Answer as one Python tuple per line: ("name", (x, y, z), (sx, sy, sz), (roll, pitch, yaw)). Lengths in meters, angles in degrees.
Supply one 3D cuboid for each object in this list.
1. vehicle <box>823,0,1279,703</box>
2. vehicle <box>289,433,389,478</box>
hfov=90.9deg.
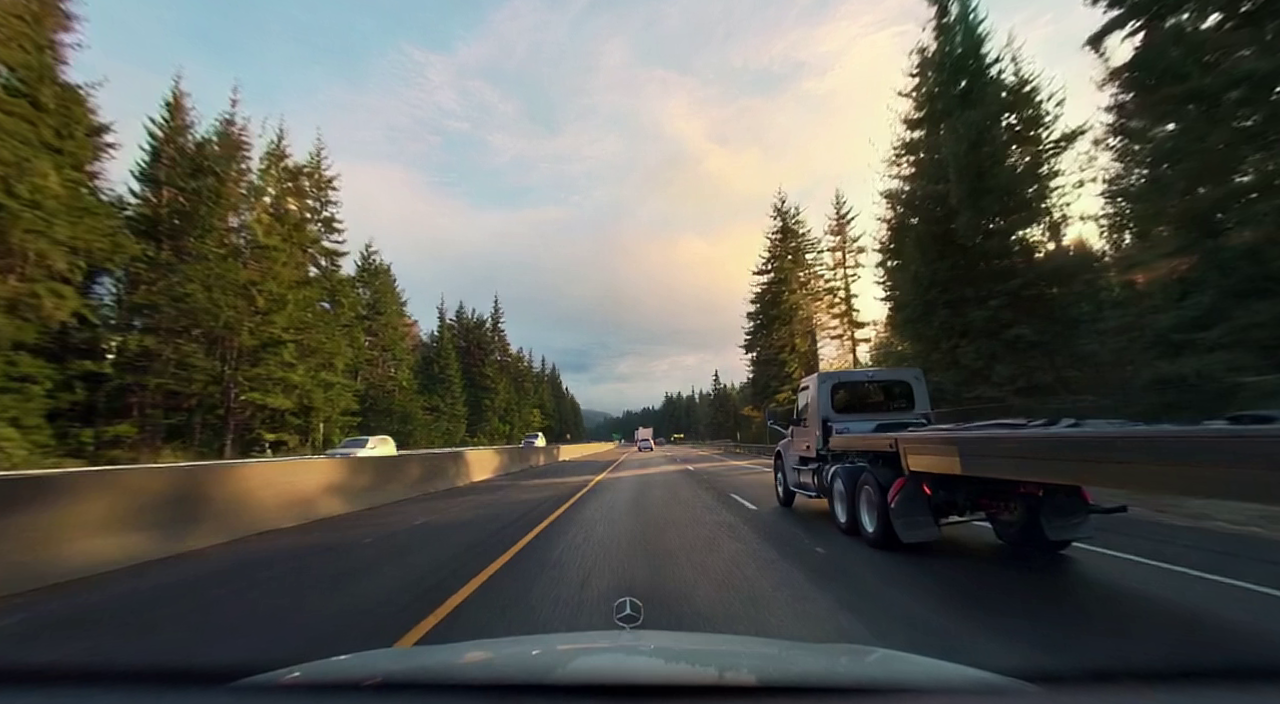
("vehicle", (4.418, 0.059, 2.818), (2.990, 3.573, 14.258), (0, -8, 0))
("vehicle", (-13.022, 4.498, 27.667), (2.031, 1.771, 4.690), (0, -8, 1))
